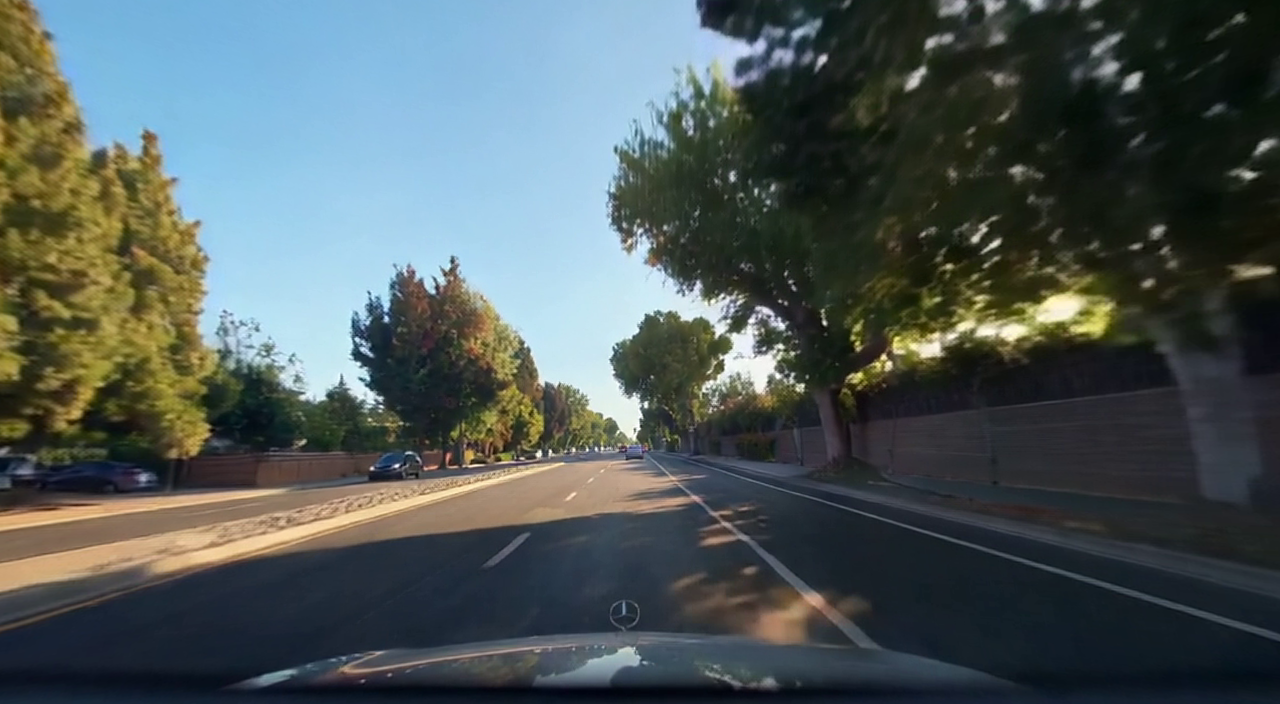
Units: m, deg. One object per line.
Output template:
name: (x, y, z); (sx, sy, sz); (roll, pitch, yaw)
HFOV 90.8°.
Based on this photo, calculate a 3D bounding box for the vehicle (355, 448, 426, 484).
vehicle: (-14.731, 6.718, 37.657); (2.055, 1.742, 5.503); (-4, -8, 0)

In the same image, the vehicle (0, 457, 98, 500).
vehicle: (-24.534, 5.041, 25.349); (3.658, 1.605, 1.985); (0, -9, 0)
